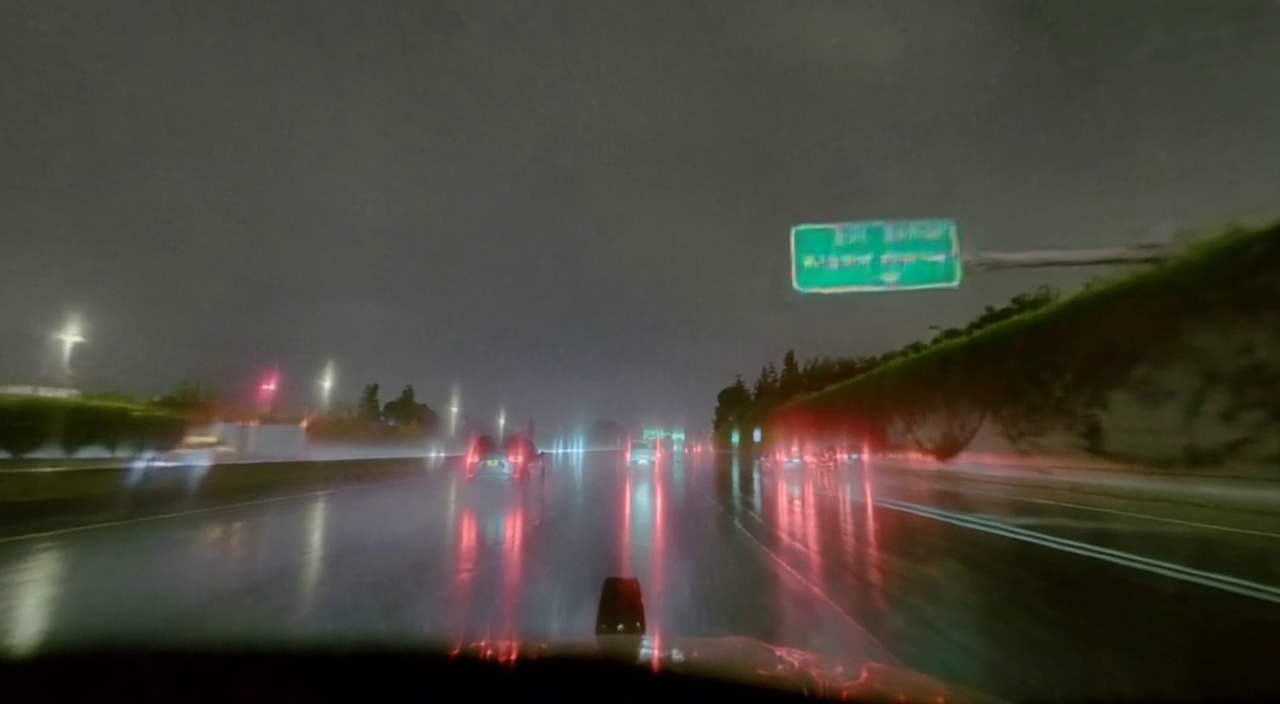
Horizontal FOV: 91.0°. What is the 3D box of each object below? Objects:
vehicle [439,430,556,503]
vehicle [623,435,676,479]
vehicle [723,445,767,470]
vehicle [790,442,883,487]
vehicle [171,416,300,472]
[{"bbox_3d":[-3.785,3.136,17.593,2.142,1.759,4.297,0,-9,2],"label":"vehicle"},{"bbox_3d":[0.435,4.847,29.243,2.270,1.862,4.949,0,-9,1],"label":"vehicle"},{"bbox_3d":[6.635,6.729,40.324,2.005,1.456,4.287,0,-9,-1],"label":"vehicle"},{"bbox_3d":[6.984,4.035,22.871,1.936,1.480,4.373,0,-9,0],"label":"vehicle"},{"bbox_3d":[-29.432,6.828,46.493,2.878,3.719,9.010,-1,-9,5],"label":"vehicle"}]
